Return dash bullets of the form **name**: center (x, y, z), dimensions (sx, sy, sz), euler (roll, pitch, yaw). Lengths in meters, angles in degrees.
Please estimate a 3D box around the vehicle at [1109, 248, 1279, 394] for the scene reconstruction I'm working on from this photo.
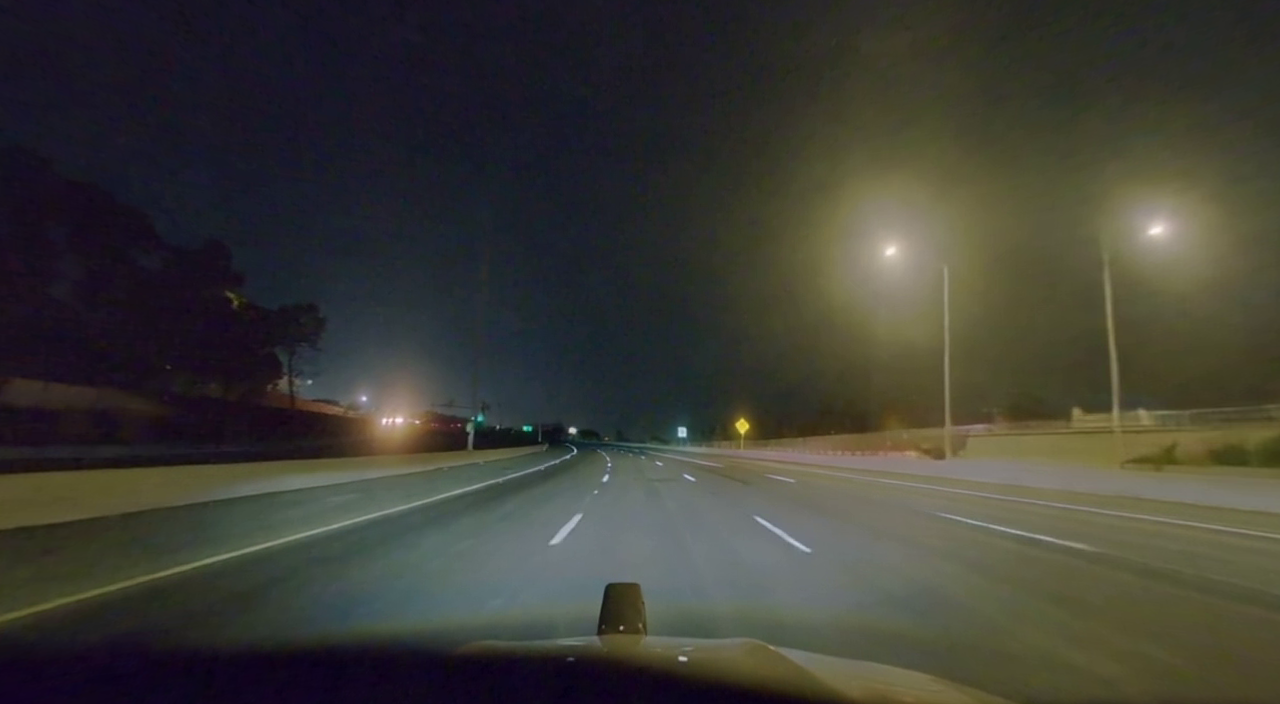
- **vehicle**: center (24.614, -1.434, 22.408), dimensions (2.893, 4.671, 14.157), euler (4, -9, -11)
